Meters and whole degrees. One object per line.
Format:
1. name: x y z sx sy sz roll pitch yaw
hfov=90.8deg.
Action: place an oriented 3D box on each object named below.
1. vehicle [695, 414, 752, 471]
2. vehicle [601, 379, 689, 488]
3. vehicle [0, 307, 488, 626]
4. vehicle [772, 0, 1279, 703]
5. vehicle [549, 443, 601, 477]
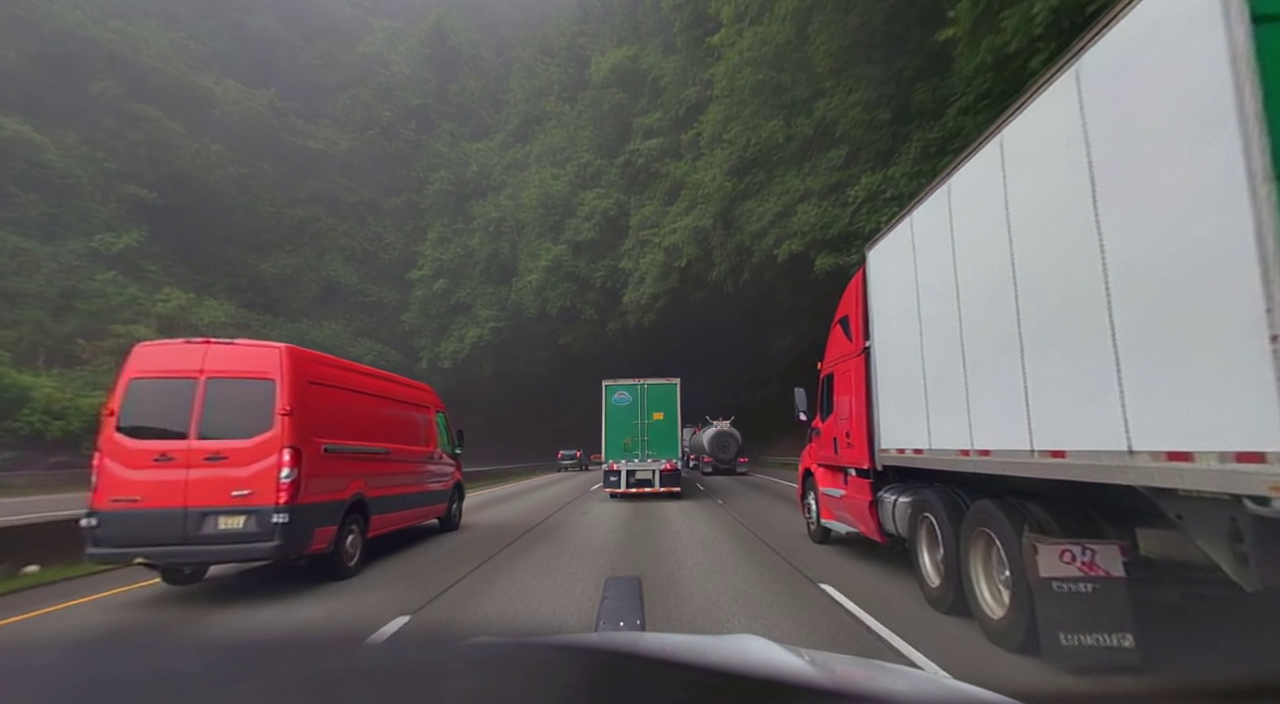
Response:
1. vehicle: 5.688 6.493 44.967 2.706 3.500 11.483 0 -9 1
2. vehicle: 0.098 3.296 24.661 2.773 3.455 9.118 0 -9 -1
3. vehicle: -4.110 1.365 8.288 2.525 2.572 6.260 0 -9 1
4. vehicle: 4.393 0.326 7.329 3.139 4.152 11.915 0 -9 0
5. vehicle: -3.390 5.766 33.923 2.134 1.652 4.439 0 -9 2
